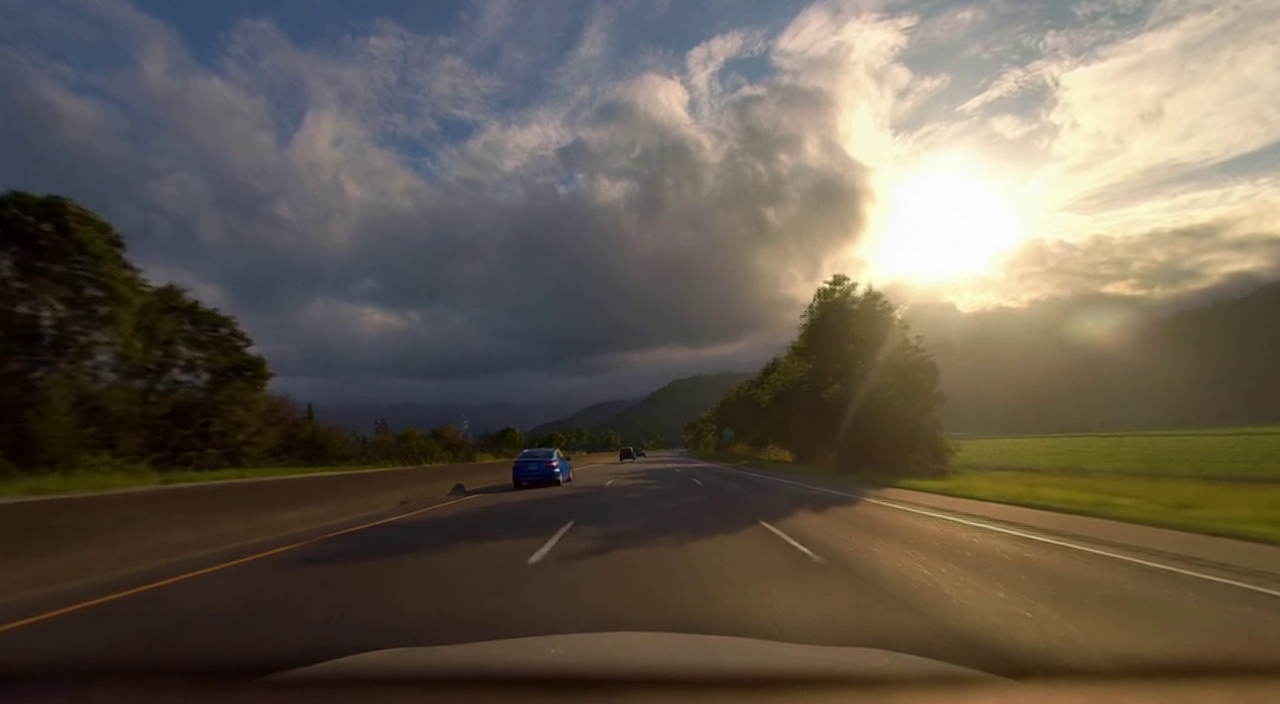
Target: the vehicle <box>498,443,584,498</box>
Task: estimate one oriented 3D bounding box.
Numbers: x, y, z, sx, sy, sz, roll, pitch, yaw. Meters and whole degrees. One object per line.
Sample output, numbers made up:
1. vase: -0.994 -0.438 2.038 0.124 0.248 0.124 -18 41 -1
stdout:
1. vehicle: -2.994 3.684 20.019 1.945 1.537 4.294 0 -9 1
